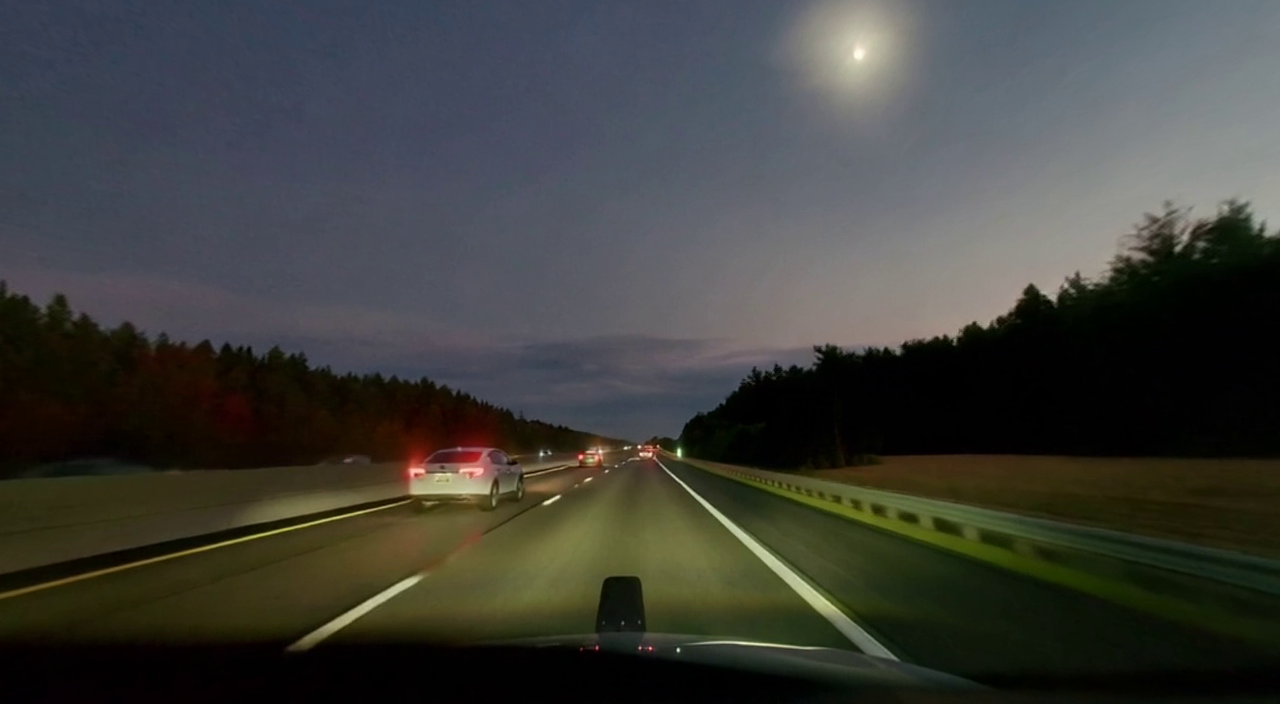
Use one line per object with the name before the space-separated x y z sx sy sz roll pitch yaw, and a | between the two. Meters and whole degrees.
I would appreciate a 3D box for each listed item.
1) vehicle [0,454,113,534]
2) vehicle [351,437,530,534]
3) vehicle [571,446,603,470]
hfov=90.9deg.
vehicle | -12.709 2.679 11.955 1.887 1.427 4.057 0 -9 0
vehicle | -3.453 2.393 11.851 1.970 1.483 4.097 0 -9 1
vehicle | -3.969 8.021 47.902 2.095 1.664 4.305 0 -9 0
